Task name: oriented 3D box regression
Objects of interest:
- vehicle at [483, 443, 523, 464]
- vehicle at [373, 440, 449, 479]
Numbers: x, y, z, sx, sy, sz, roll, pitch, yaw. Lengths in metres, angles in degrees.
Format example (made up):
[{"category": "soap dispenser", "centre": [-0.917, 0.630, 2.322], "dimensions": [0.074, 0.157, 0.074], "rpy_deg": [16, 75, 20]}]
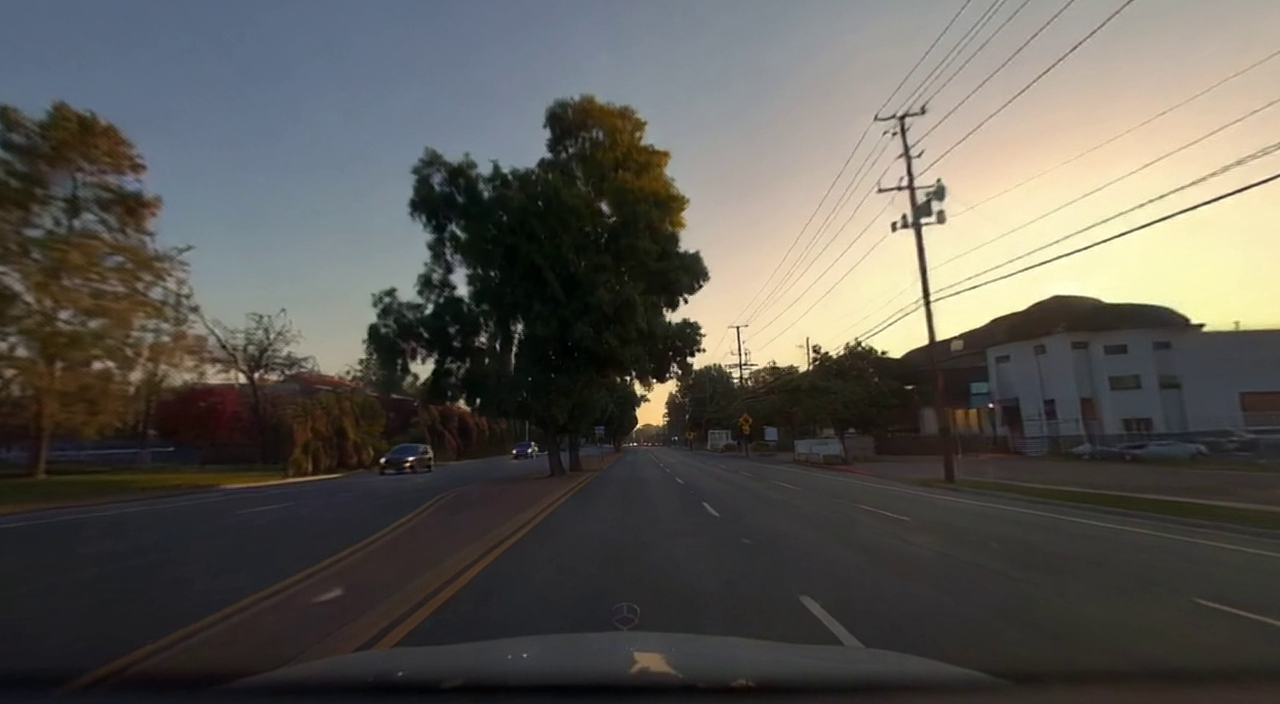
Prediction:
[{"category": "vehicle", "centre": [-10.646, 7.910, 49.439], "dimensions": [1.916, 1.593, 5.012], "rpy_deg": [0, -8, 0]}, {"category": "vehicle", "centre": [-10.688, 5.032, 29.863], "dimensions": [1.923, 1.702, 4.387], "rpy_deg": [0, -8, 1]}]
